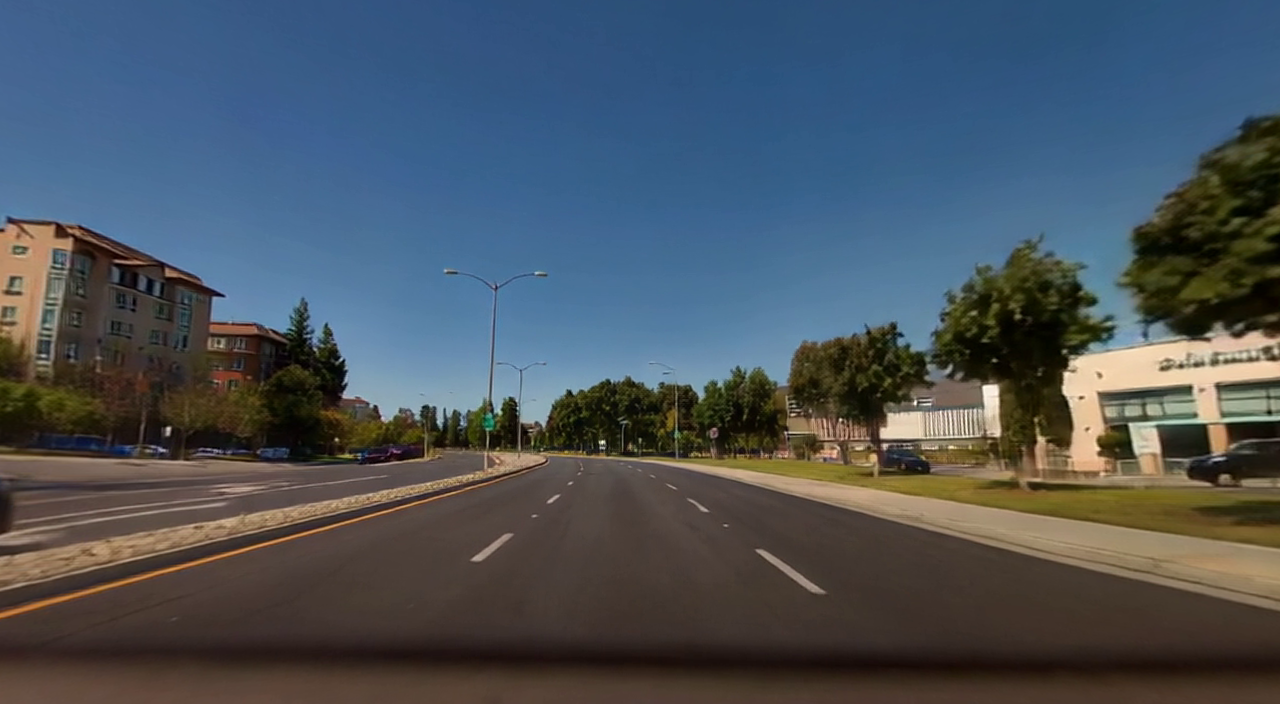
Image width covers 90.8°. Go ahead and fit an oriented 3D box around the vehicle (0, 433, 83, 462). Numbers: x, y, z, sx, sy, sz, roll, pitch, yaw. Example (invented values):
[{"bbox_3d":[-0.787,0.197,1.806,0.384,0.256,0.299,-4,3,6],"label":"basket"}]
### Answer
[{"bbox_3d":[-41.277,6.454,42.603,4.875,1.819,2.218,4,-11,-19],"label":"vehicle"}]
